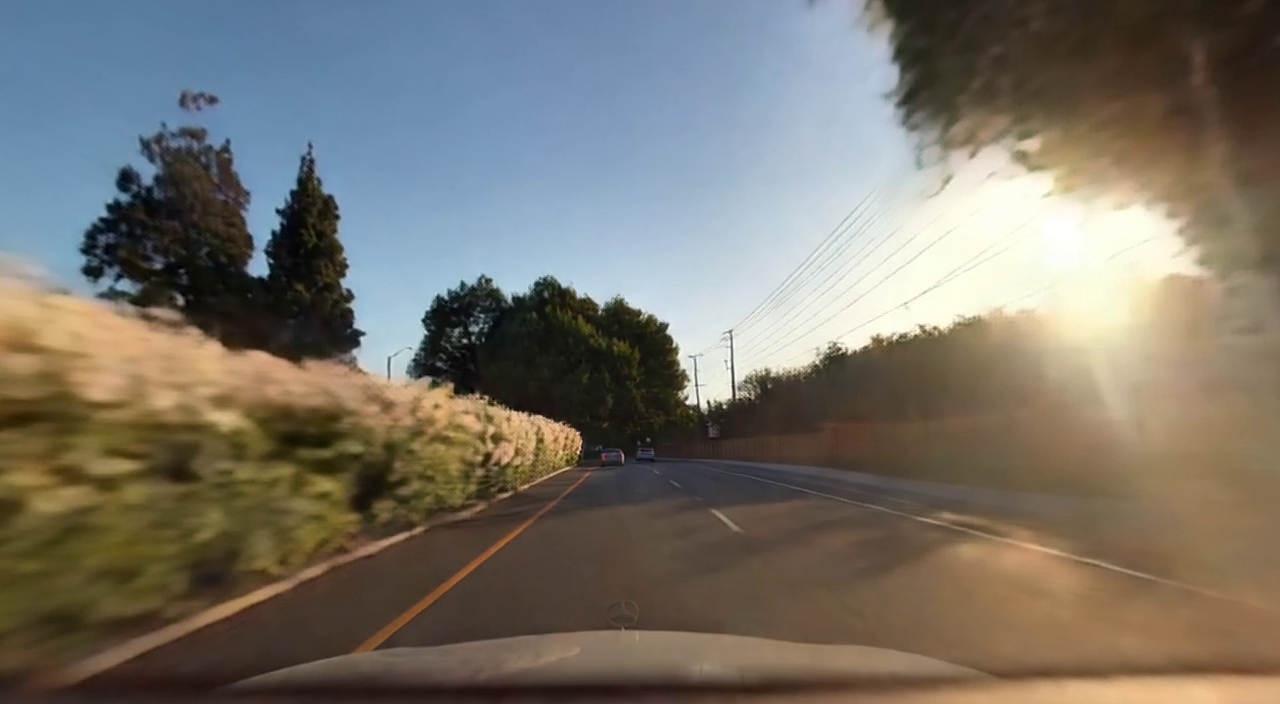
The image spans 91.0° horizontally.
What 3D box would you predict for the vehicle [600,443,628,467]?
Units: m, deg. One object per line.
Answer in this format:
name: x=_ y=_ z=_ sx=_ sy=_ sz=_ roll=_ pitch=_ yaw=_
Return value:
vehicle: x=-1.935 y=7.520 z=46.200 sx=2.005 sy=1.633 sz=4.044 roll=0 pitch=-9 yaw=-3
